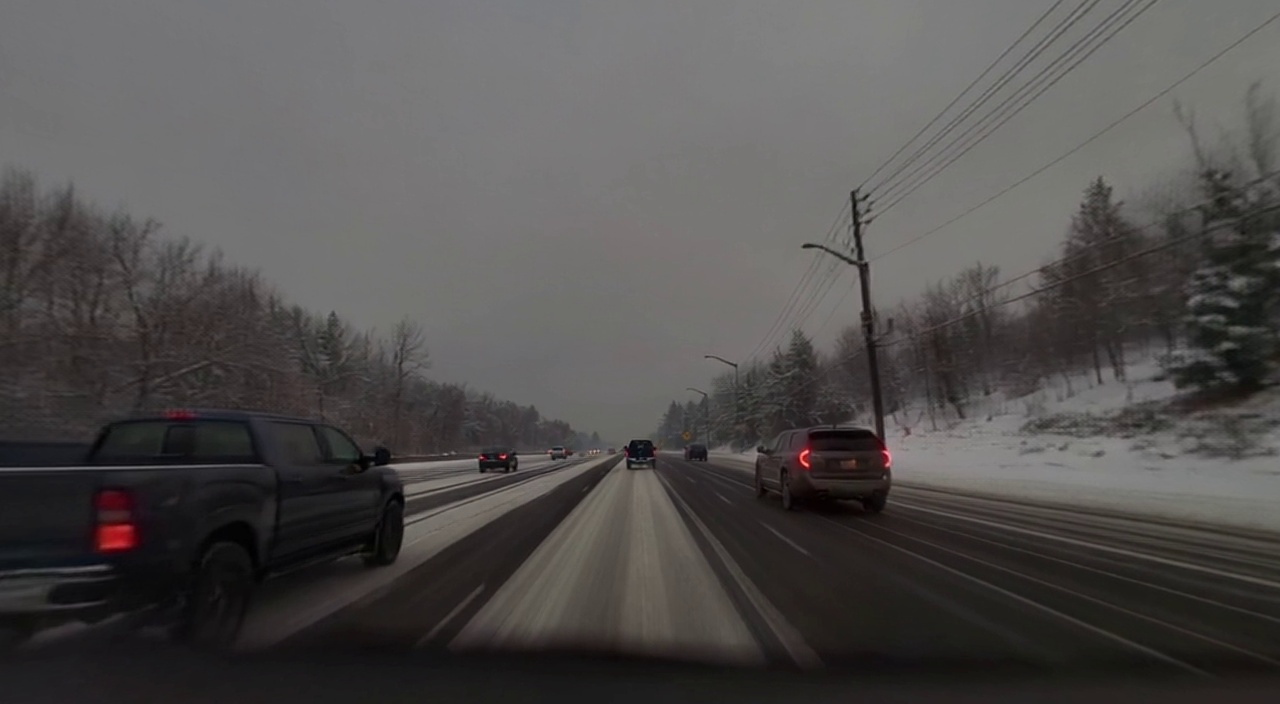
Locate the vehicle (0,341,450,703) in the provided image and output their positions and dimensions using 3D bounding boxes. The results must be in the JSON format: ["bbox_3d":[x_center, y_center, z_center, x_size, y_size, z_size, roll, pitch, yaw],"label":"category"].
[{"bbox_3d":[-3.280,1.172,4.904,2.154,1.783,4.476,0,-9,0],"label":"vehicle"}]

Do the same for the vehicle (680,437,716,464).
[{"bbox_3d":[4.510,7.828,49.992,2.380,1.976,5.614,0,-9,0],"label":"vehicle"}]

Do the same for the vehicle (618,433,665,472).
[{"bbox_3d":[0.072,5.473,34.441,2.372,1.957,5.121,0,-9,0],"label":"vehicle"}]

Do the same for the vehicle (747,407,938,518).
[{"bbox_3d":[4.167,2.448,14.345,2.388,1.998,5.749,0,-9,0],"label":"vehicle"}]

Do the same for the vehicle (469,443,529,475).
[{"bbox_3d":[-7.140,5.440,32.301,2.014,1.526,4.577,0,-9,0],"label":"vehicle"}]
